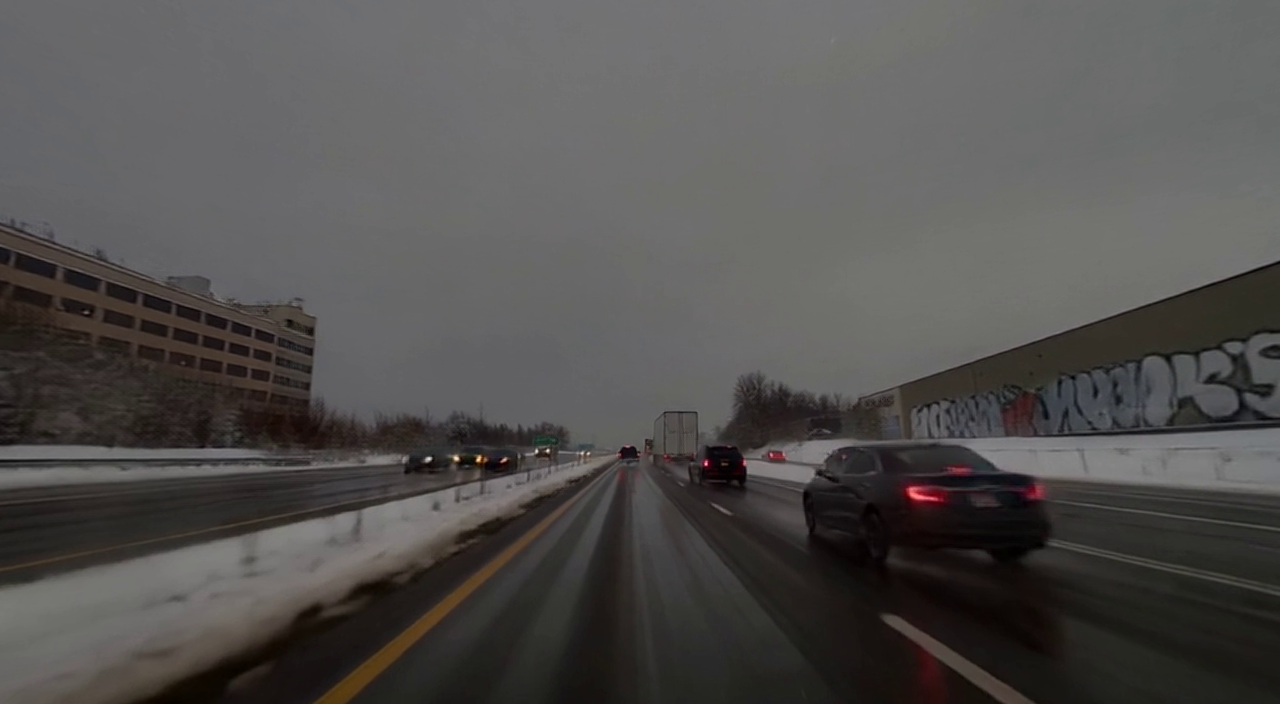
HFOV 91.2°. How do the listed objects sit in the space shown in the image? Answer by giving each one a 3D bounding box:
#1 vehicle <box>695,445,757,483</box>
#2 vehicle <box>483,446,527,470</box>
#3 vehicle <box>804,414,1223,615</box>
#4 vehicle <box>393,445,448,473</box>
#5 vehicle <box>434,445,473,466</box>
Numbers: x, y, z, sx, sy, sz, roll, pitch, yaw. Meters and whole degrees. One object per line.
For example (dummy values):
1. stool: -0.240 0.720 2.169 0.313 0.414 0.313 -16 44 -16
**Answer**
1. vehicle: 3.797 5.041 28.520 2.085 1.588 4.436 0 -9 -2
2. vehicle: -8.775 6.951 41.178 1.895 1.483 4.494 0 -9 0
3. vehicle: 3.643 1.672 7.471 2.045 1.605 4.674 0 -9 -1
4. vehicle: -12.593 6.165 36.205 1.806 1.481 3.966 0 -9 0
5. vehicle: -14.790 8.220 49.831 1.945 1.594 4.017 0 -9 -1
